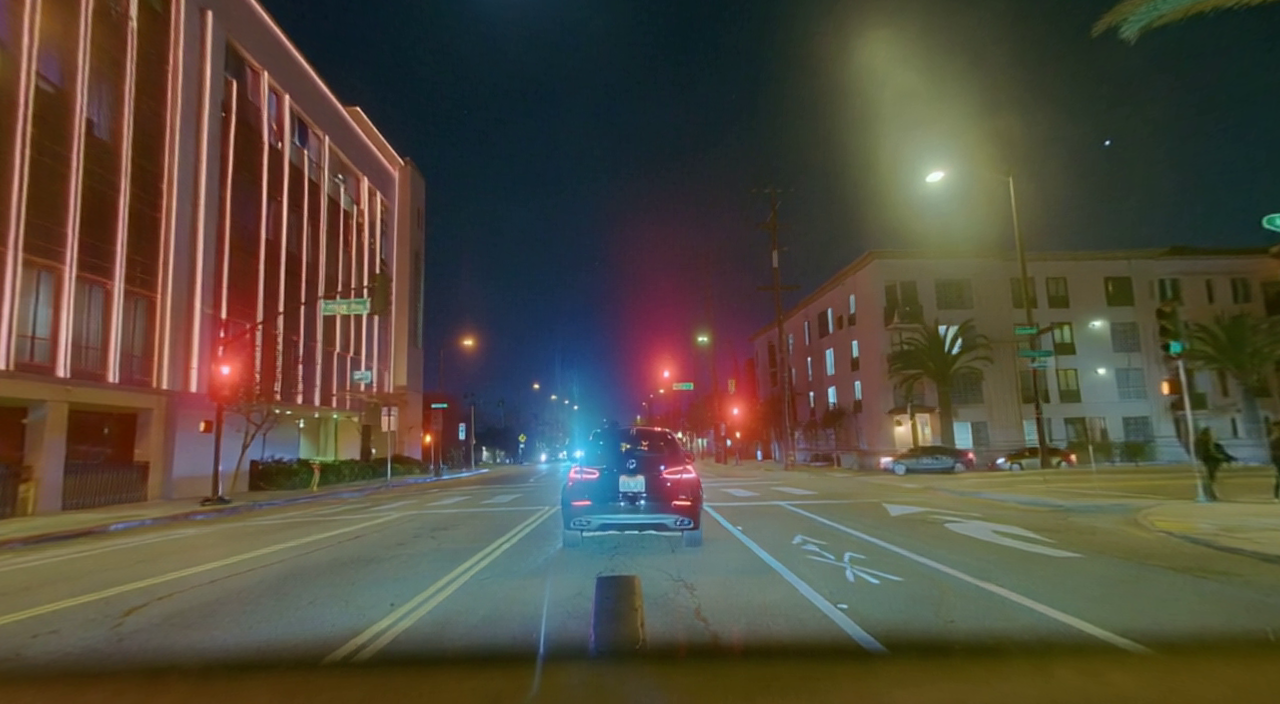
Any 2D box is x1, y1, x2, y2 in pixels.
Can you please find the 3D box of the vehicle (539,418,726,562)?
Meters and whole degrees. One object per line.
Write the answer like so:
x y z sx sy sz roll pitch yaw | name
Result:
-0.085 1.869 9.223 2.144 1.643 3.770 0 -8 0 | vehicle

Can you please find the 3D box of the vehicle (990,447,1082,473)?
24.211 6.599 38.686 4.417 1.462 1.761 0 -8 -1 | vehicle

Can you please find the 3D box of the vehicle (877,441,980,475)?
15.820 5.821 34.868 4.649 1.760 2.029 -1 -8 5 | vehicle

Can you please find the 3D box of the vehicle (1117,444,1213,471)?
32.148 6.465 38.777 4.234 1.613 1.812 0 -8 -1 | vehicle

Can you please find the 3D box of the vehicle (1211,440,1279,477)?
29.225 4.857 28.930 4.118 1.593 2.004 0 -8 -1 | vehicle
